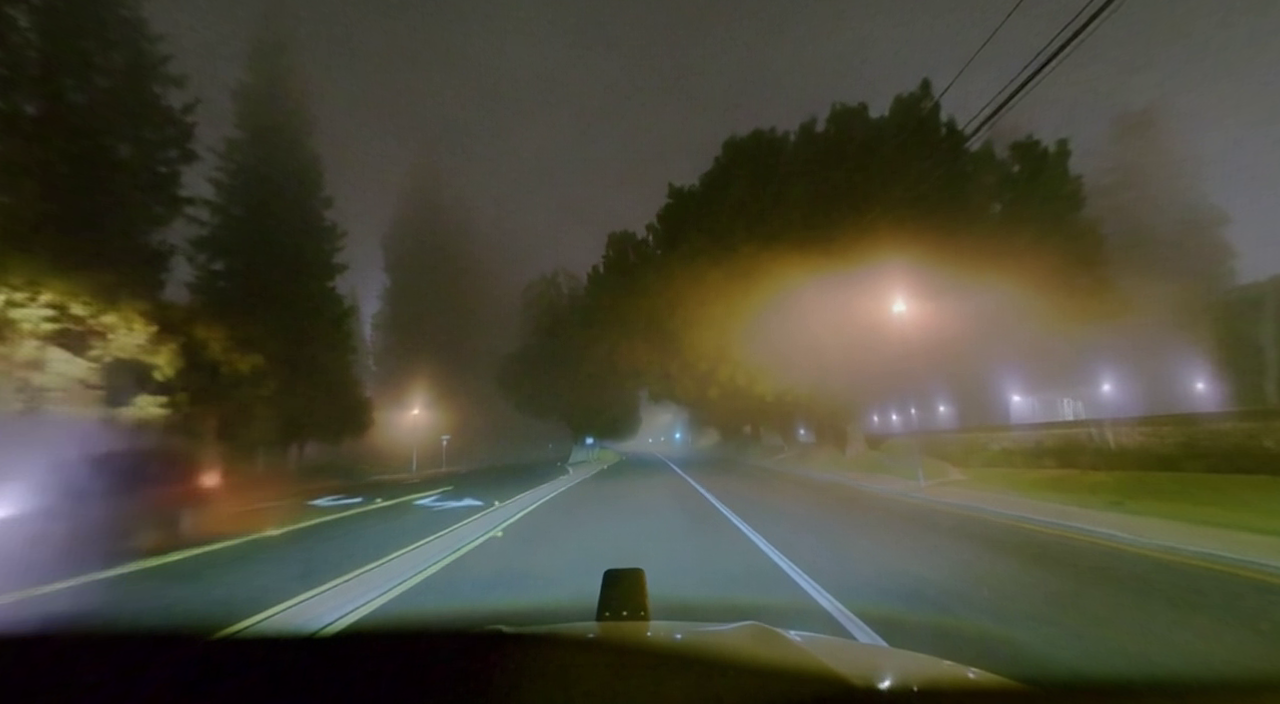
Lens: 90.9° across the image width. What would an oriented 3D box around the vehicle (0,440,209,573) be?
[{"bbox_3d":[-8.509,2.010,8.692,2.044,1.548,4.284,0,-8,1],"label":"vehicle"}]
